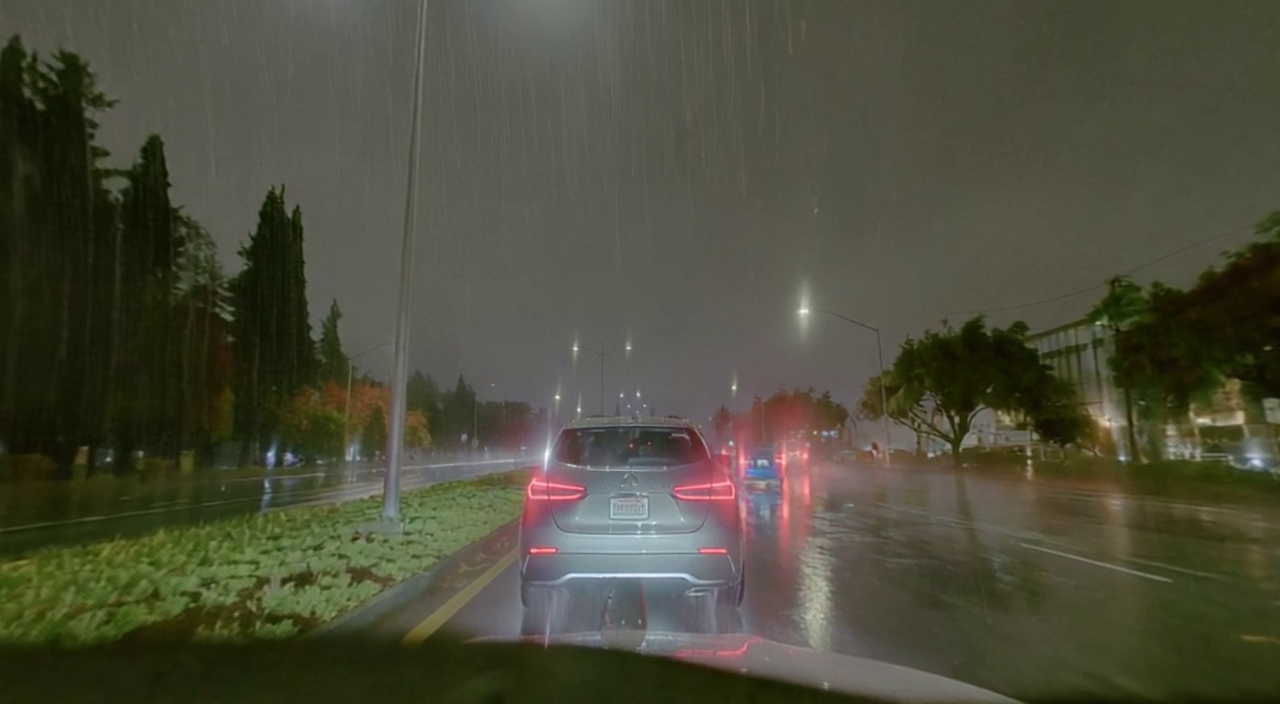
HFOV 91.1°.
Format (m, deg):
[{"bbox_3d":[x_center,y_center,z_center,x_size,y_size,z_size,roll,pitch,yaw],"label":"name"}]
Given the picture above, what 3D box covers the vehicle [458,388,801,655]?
[{"bbox_3d":[-0.080,1.383,6.110,2.172,1.694,4.055,0,-9,0],"label":"vehicle"}]
